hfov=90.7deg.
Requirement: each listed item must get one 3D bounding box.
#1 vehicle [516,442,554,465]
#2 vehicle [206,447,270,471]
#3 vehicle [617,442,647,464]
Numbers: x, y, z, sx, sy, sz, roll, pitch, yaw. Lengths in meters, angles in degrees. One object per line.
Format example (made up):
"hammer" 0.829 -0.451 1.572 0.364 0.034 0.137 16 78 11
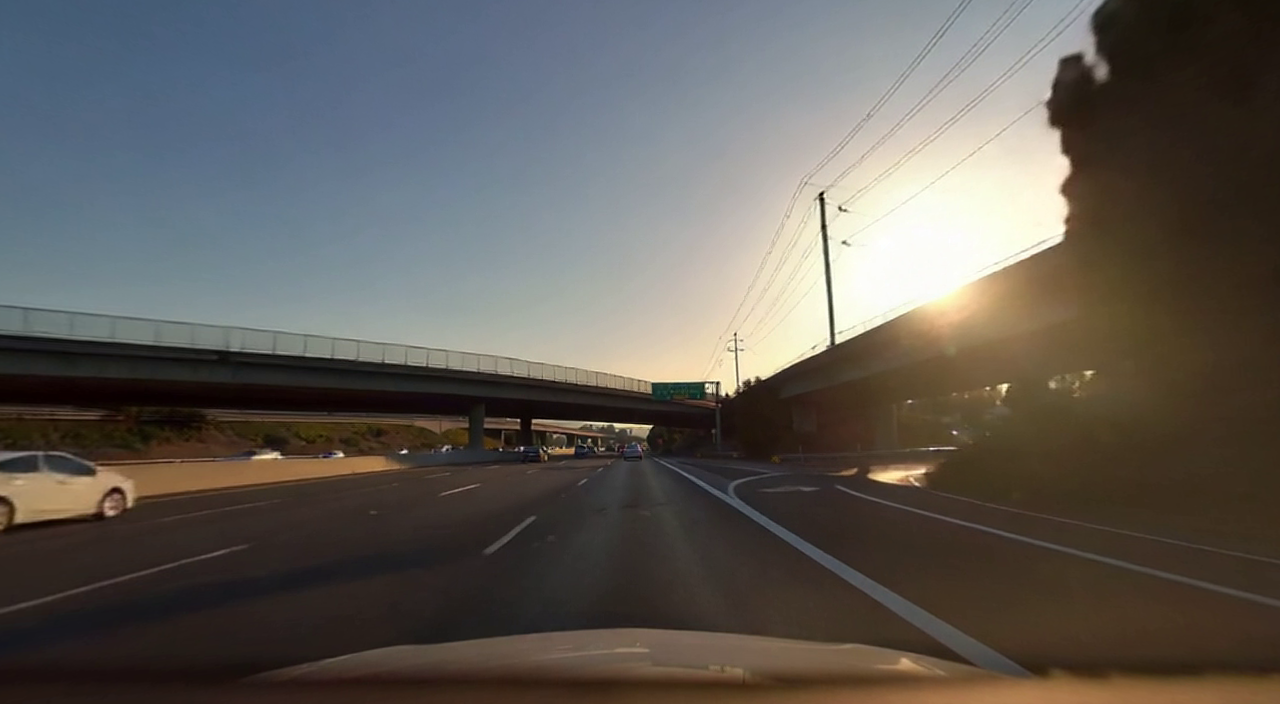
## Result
"vehicle" -7.449 7.239 45.300 1.994 1.487 4.605 0 -8 0
"vehicle" -28.332 7.498 44.743 1.854 1.589 3.993 0 -8 0
"vehicle" -0.648 7.435 46.692 2.086 1.472 4.168 0 -8 -2
